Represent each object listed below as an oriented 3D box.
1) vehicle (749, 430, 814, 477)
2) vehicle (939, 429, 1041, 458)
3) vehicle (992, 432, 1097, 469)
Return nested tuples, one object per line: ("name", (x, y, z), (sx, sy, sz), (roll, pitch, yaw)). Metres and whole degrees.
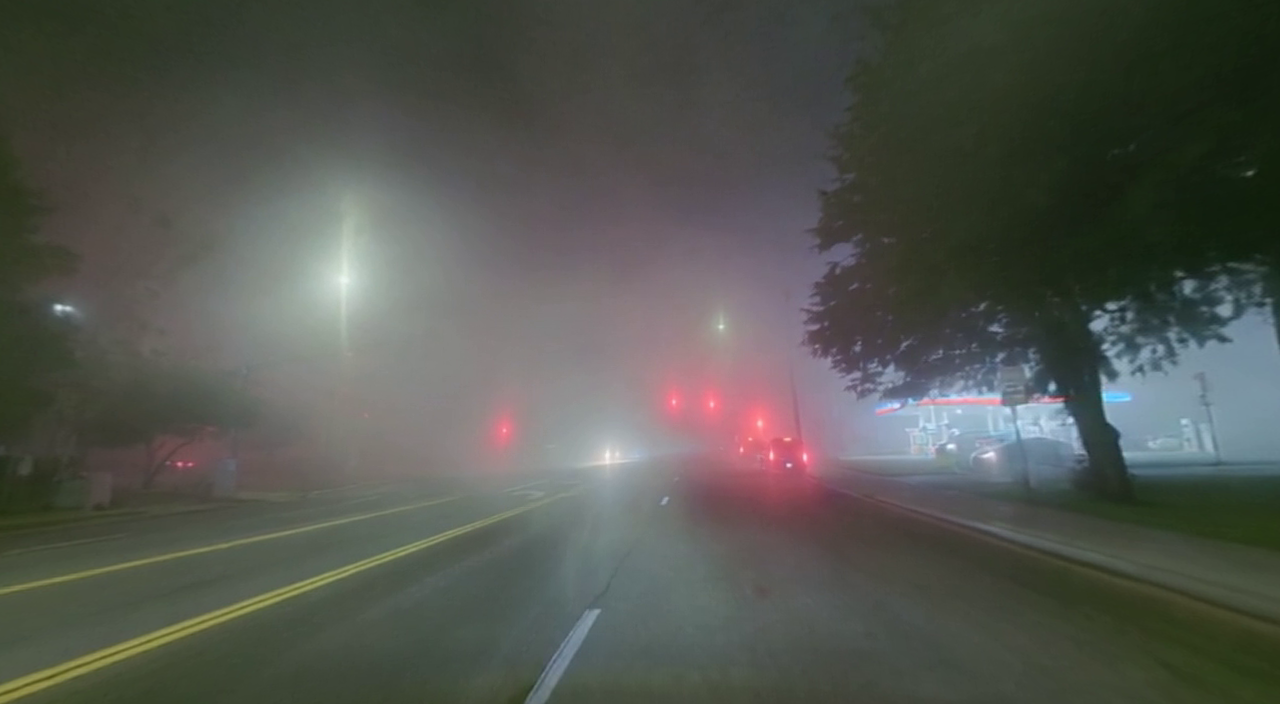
("vehicle", (6.212, 4.532, 28.366), (2.194, 1.896, 5.049), (-1, -8, 6))
("vehicle", (19.366, 5.084, 35.113), (4.421, 1.548, 2.061), (-1, -8, 7))
("vehicle", (16.836, 4.124, 26.587), (1.919, 1.411, 4.440), (-1, -8, 7))
